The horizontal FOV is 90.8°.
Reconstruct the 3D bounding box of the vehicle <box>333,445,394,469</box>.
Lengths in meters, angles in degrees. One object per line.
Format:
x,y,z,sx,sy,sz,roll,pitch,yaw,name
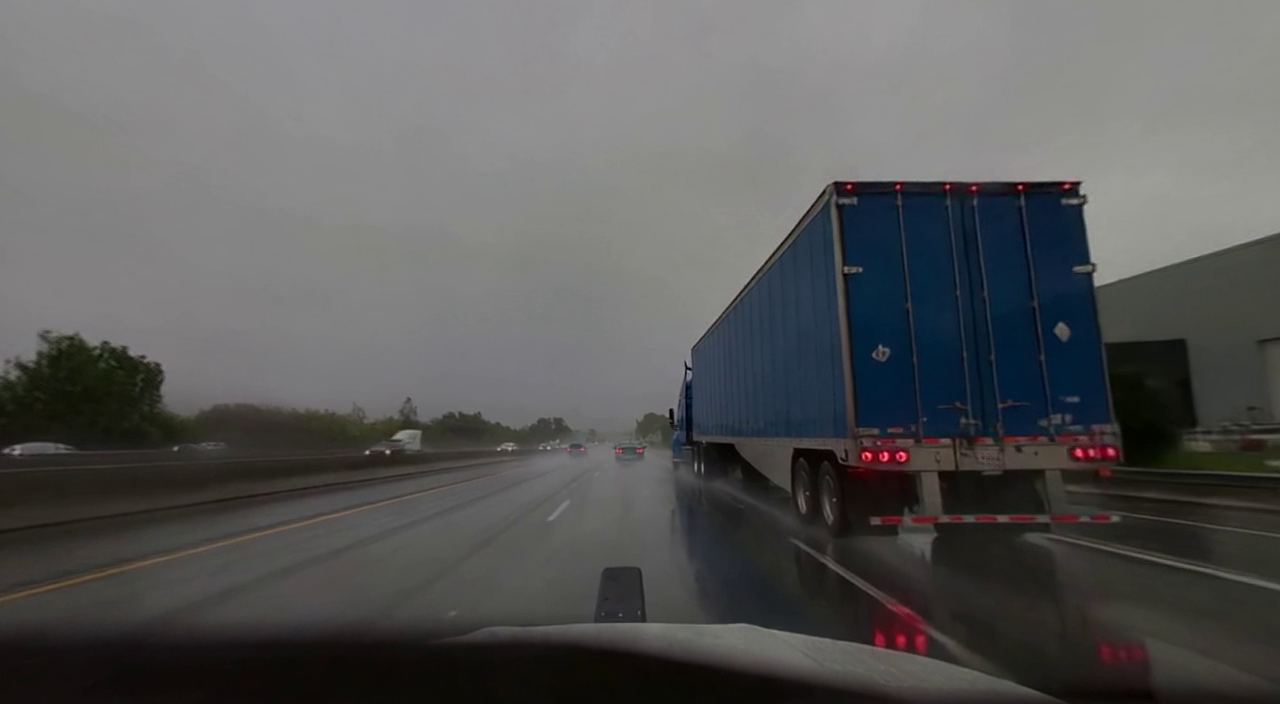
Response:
-17.761,6.756,40.845,1.908,1.459,4.631,0,-9,-2,vehicle

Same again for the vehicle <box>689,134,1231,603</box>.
3.285,1.231,13.416,2.996,4.123,15.965,0,-9,-1,vehicle

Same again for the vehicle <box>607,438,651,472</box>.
-0.596,5.353,32.966,2.191,1.685,4.015,0,-9,-2,vehicle
